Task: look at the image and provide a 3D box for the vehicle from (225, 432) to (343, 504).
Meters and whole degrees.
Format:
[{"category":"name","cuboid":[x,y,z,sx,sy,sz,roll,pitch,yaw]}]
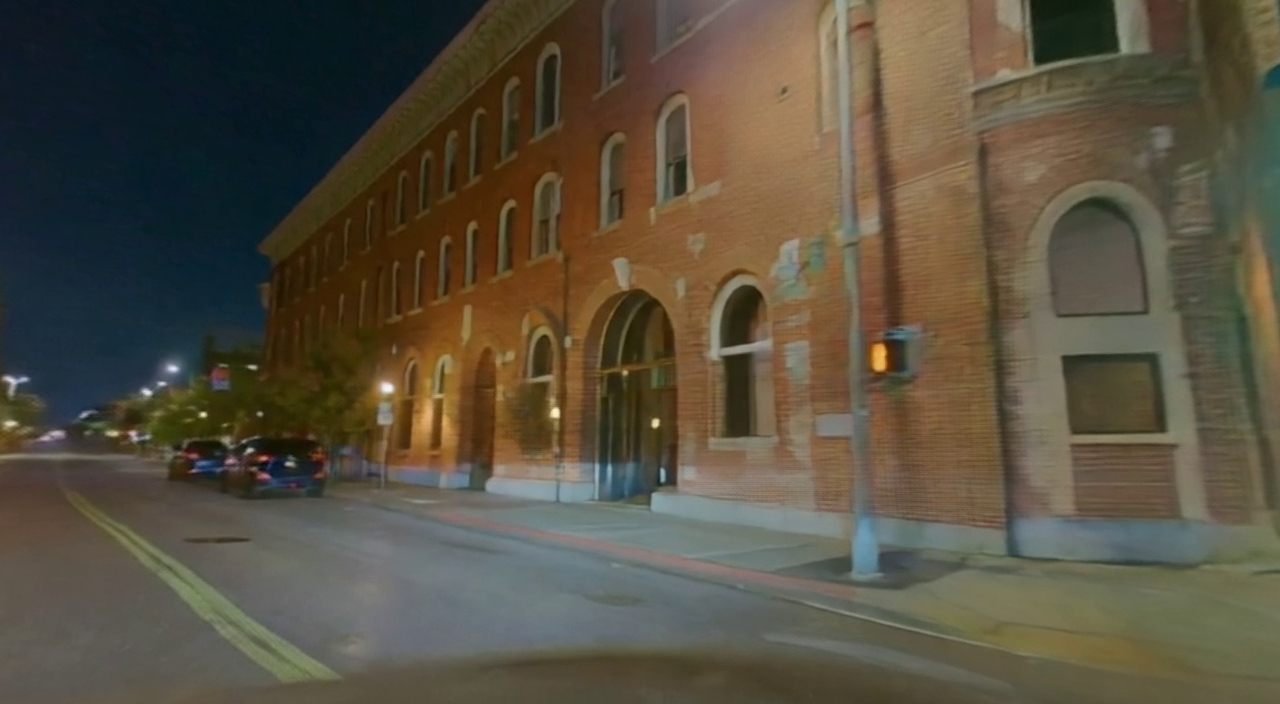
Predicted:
[{"category":"vehicle","cuboid":[-10.495,3.311,18.423,1.953,1.804,4.518,7,-11,-41]}]
